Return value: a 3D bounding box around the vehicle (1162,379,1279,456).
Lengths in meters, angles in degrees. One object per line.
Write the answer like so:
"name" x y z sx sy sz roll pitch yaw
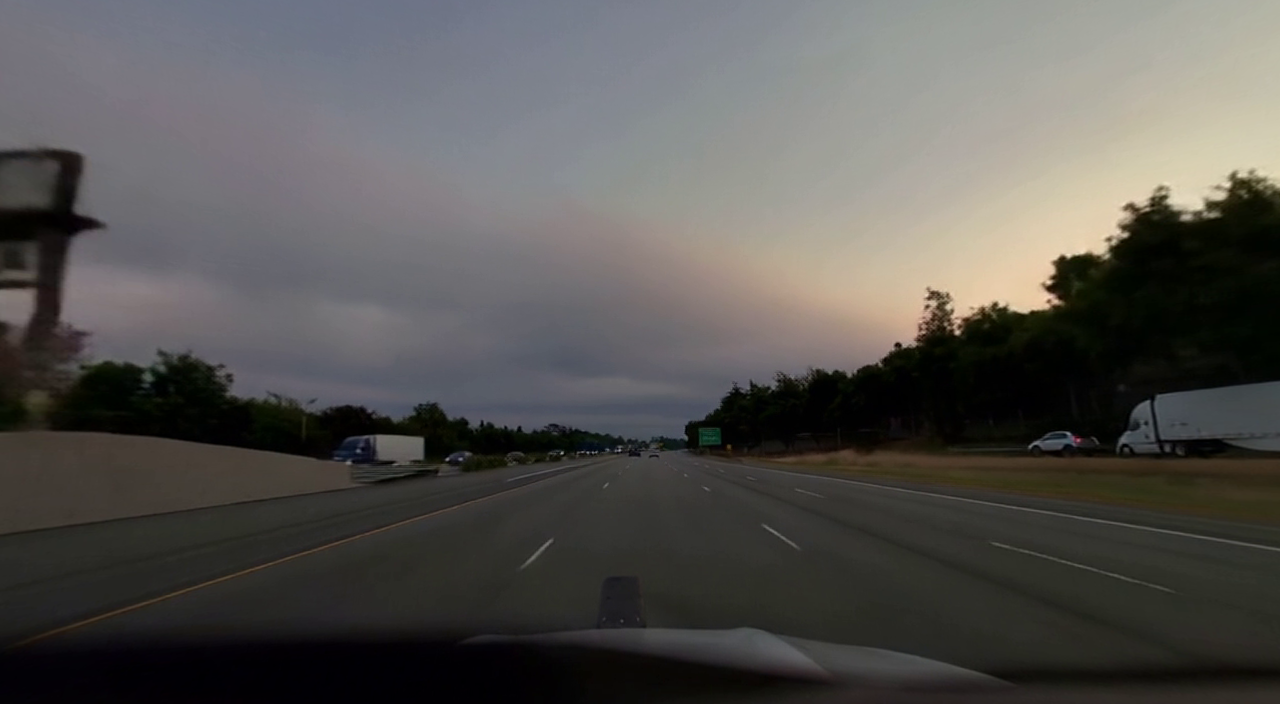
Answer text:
"vehicle" 35.368 3.368 32.771 2.876 4.046 13.881 1 -9 -9

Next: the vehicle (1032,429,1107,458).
"vehicle" 29.046 6.243 42.750 2.038 1.823 3.744 1 -9 -9
